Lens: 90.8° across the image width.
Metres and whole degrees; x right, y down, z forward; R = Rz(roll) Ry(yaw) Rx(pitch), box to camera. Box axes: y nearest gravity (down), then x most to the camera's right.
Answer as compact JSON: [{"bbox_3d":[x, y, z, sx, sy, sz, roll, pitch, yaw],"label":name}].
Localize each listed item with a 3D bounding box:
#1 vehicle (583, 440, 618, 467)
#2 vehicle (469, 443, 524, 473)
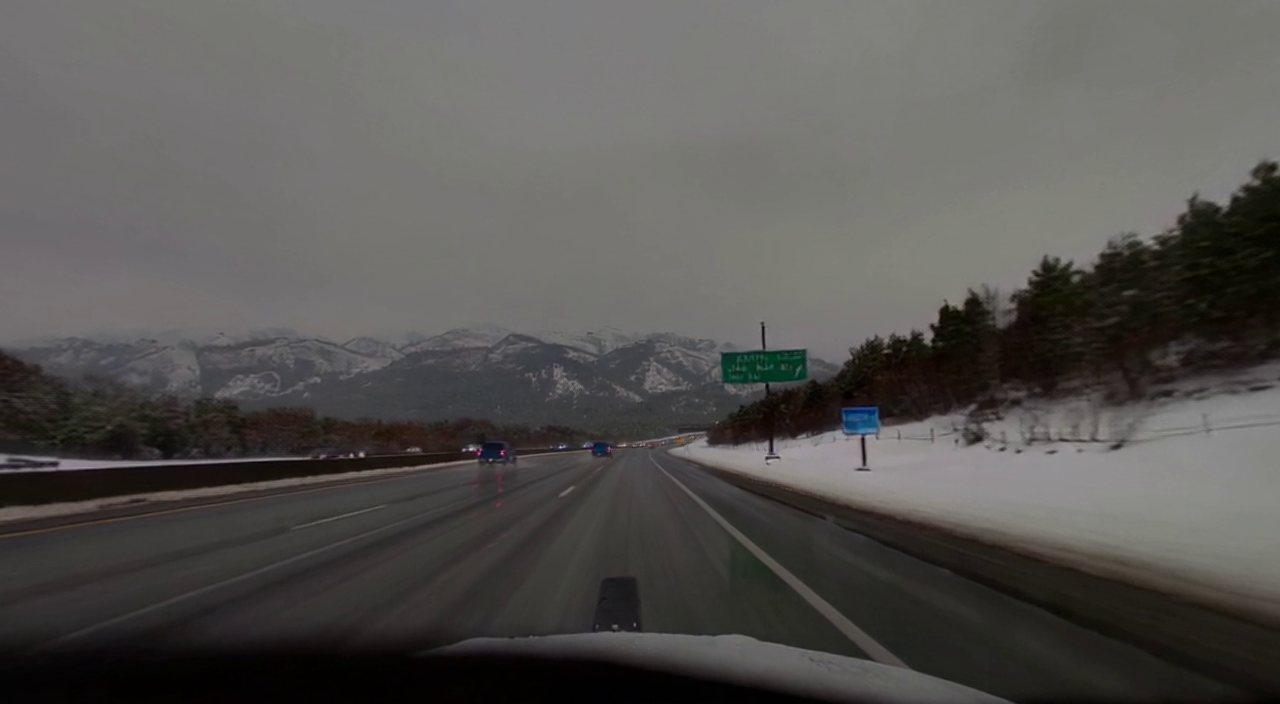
[{"bbox_3d":[-2.697,7.074,44.165,2.029,1.753,4.718,0,-9,1],"label":"vehicle"},{"bbox_3d":[-7.764,5.785,34.626,1.930,1.508,4.567,0,-9,0],"label":"vehicle"}]
